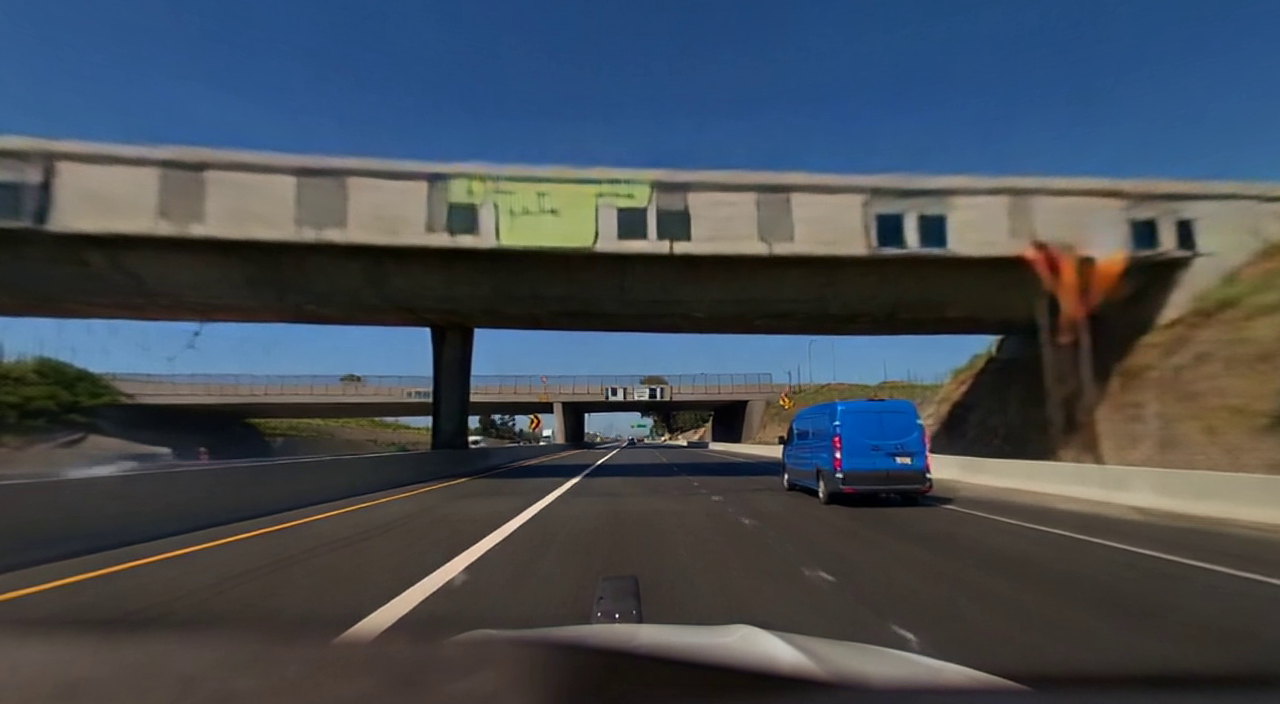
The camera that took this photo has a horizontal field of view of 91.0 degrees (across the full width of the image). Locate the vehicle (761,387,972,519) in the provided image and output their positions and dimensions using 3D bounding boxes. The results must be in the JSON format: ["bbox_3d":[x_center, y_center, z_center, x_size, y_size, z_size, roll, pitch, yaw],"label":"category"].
[{"bbox_3d":[3.921,1.864,12.016,2.161,2.002,4.631,0,-8,-1],"label":"vehicle"}]

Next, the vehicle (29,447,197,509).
[{"bbox_3d":[-15.050,3.564,18.276,1.798,1.531,3.578,0,-8,-1],"label":"vehicle"}]
